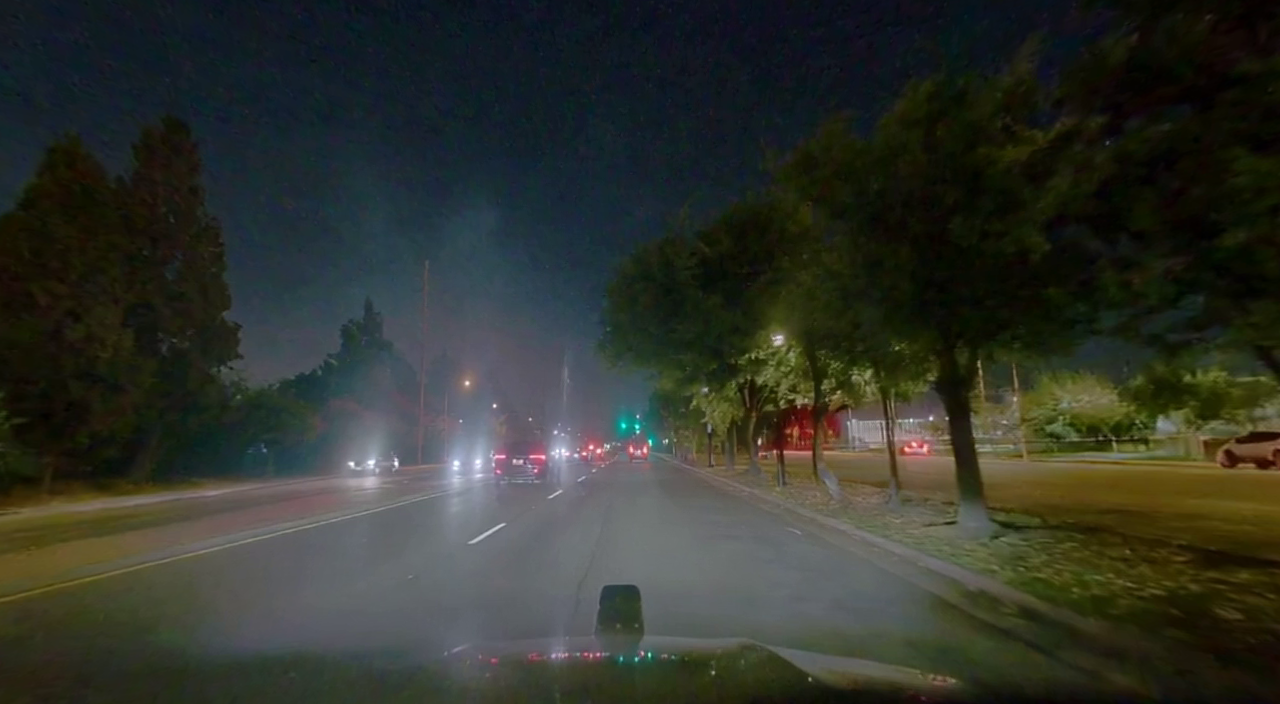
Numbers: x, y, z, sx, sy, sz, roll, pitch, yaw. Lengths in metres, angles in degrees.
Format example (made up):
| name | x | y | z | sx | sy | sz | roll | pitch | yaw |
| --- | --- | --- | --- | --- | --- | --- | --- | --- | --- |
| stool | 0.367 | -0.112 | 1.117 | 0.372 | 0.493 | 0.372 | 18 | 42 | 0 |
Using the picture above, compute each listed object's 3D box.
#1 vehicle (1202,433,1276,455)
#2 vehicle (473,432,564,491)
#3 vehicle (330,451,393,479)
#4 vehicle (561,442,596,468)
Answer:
| name | x | y | z | sx | sy | sz | roll | pitch | yaw |
| --- | --- | --- | --- | --- | --- | --- | --- | --- | --- |
| vehicle | 41.548 | 6.391 | 43.825 | 4.006 | 1.508 | 2.079 | 3 | -9 | -21 |
| vehicle | -4.013 | 3.707 | 21.730 | 2.189 | 1.807 | 4.467 | 0 | -9 | 1 |
| vehicle | -18.061 | 7.345 | 41.241 | 2.107 | 1.676 | 4.481 | 0 | -9 | -1 |
| vehicle | -4.222 | 7.154 | 43.880 | 2.041 | 1.698 | 4.094 | 0 | -9 | 0 |
